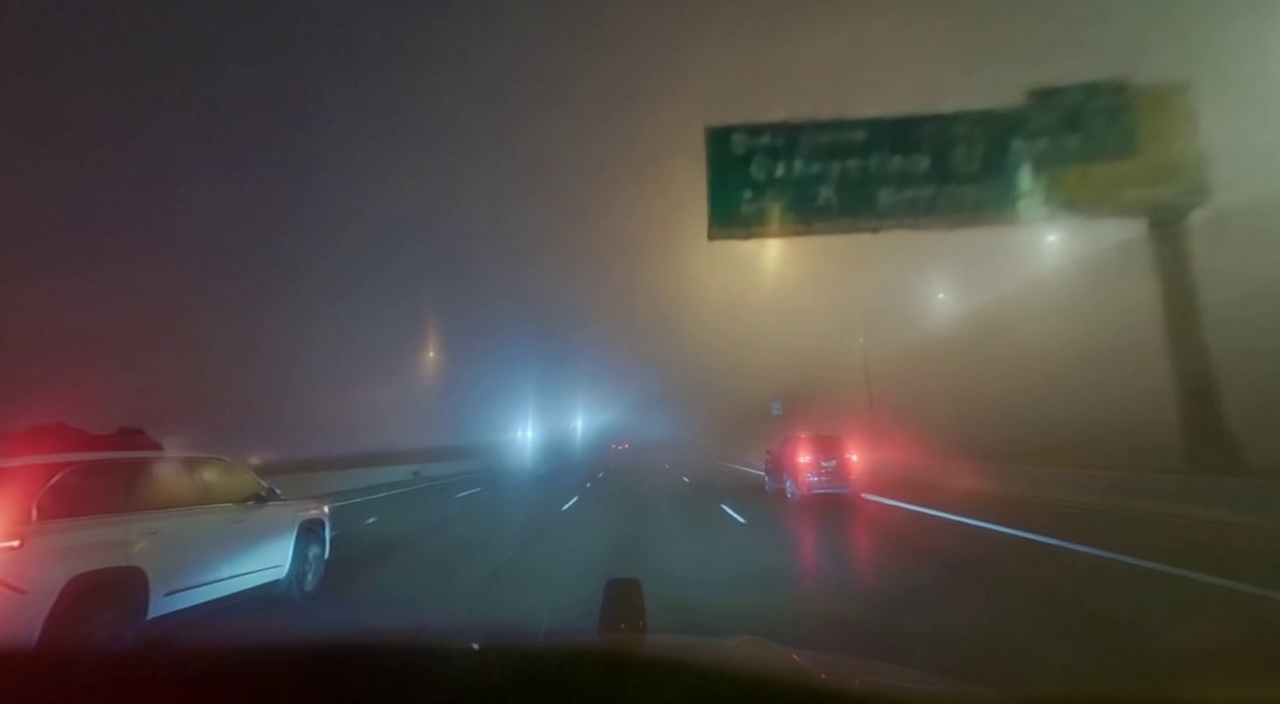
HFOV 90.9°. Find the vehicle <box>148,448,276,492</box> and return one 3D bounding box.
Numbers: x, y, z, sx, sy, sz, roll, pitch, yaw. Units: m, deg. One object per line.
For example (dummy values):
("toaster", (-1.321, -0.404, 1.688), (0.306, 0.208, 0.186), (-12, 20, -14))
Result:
("vehicle", (-16.321, 4.484, 24.345), (1.854, 1.472, 4.283), (-1, -8, 1))
